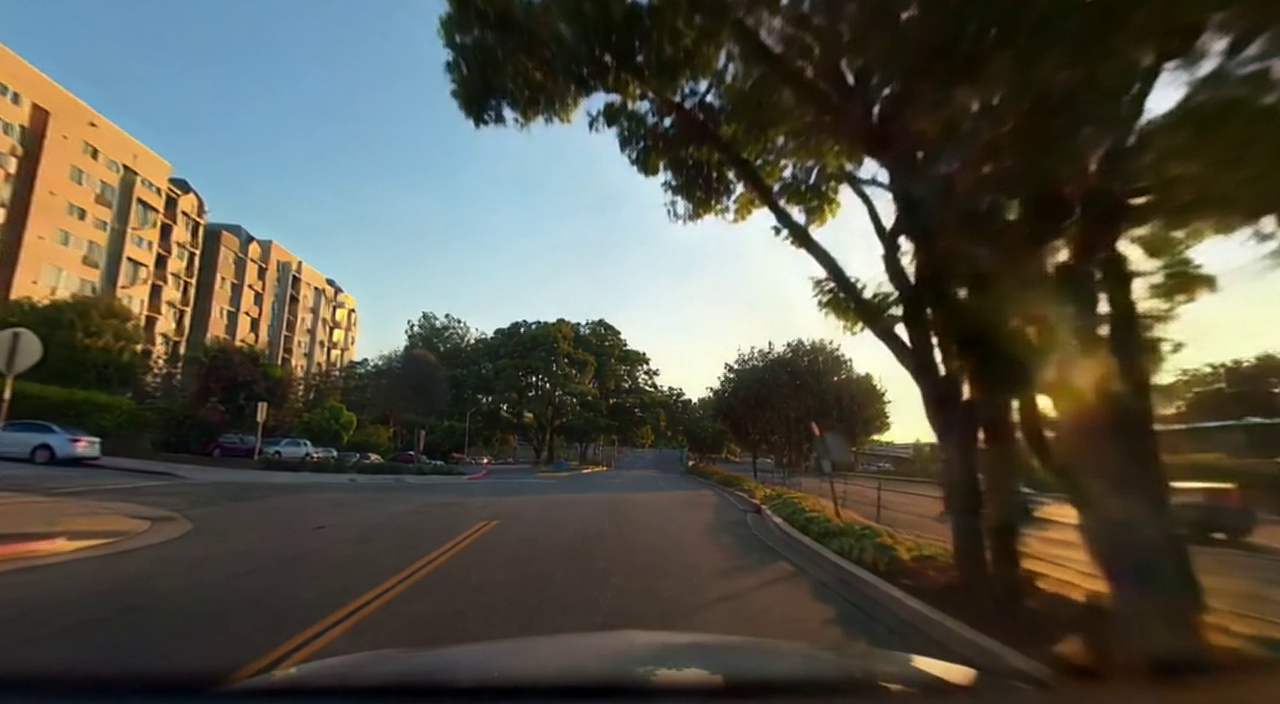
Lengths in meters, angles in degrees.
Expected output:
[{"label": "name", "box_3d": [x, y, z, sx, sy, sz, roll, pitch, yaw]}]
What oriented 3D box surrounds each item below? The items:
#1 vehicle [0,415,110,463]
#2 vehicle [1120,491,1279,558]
[{"label": "vehicle", "box_3d": [-19.716, 2.748, 19.920, 4.322, 1.436, 1.827, 0, -8, 0]}, {"label": "vehicle", "box_3d": [21.077, 6.268, 23.500, 2.322, 1.818, 4.871, 1, -8, -5]}]
